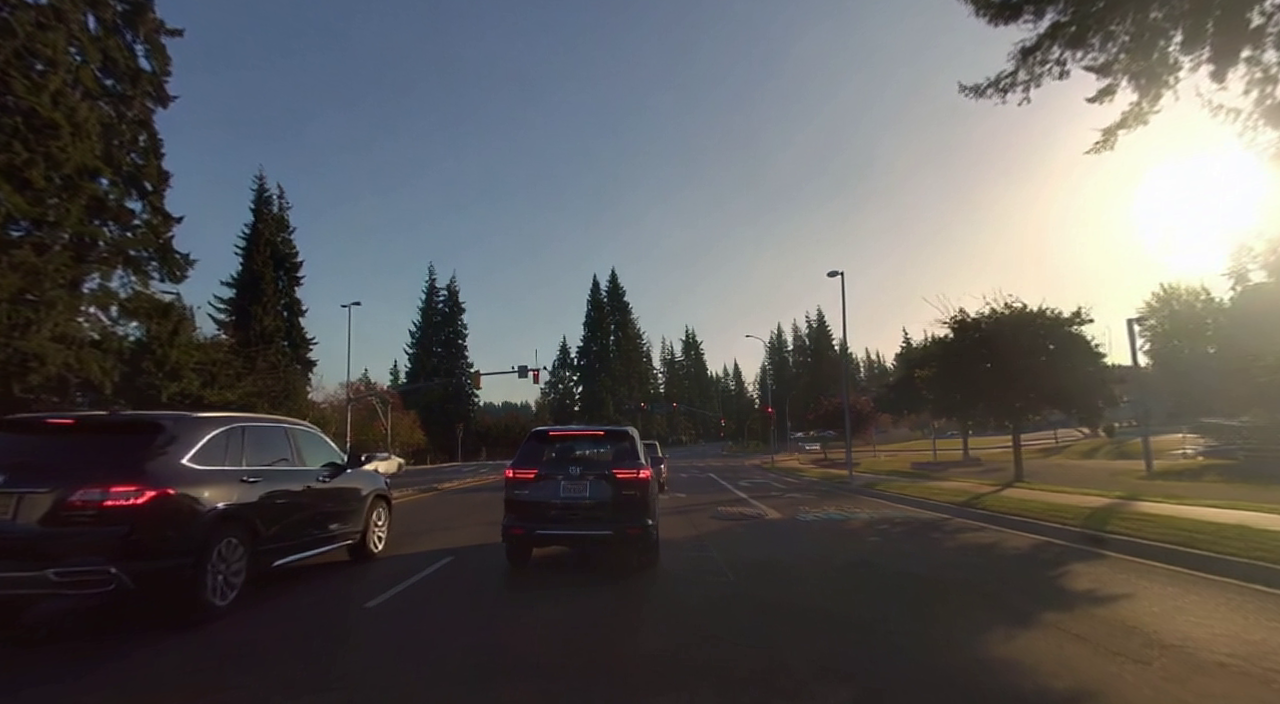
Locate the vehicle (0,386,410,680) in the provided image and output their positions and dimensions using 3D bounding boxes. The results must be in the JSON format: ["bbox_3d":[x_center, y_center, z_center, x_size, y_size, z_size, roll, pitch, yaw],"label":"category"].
[{"bbox_3d":[-4.058,1.365,5.925,2.009,1.673,4.454,0,-8,1],"label":"vehicle"}]

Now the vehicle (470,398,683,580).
[{"bbox_3d":[-0.552,1.737,8.884,2.131,1.793,5.016,0,-8,2],"label":"vehicle"}]
